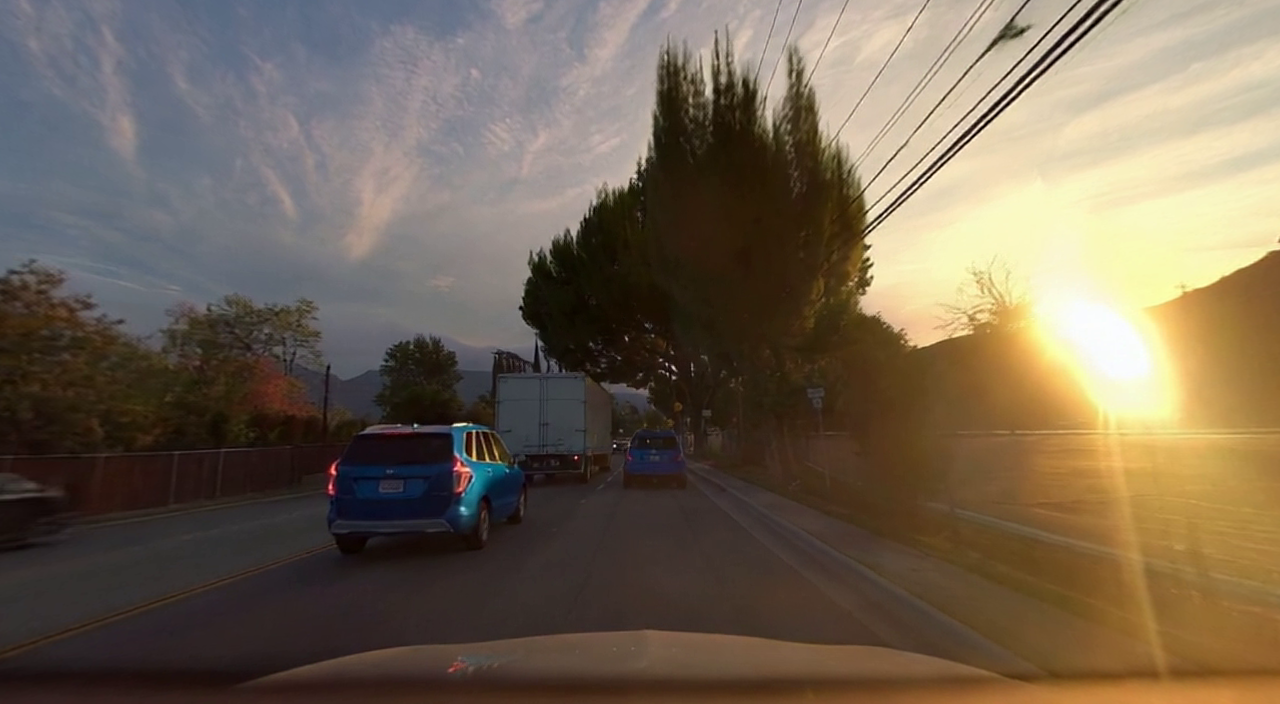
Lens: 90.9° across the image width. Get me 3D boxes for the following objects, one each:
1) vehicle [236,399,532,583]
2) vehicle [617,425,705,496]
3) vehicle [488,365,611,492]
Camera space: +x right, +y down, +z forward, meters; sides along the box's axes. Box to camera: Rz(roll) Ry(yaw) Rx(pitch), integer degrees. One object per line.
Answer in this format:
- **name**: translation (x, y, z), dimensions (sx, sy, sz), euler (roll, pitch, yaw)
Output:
- **vehicle**: translation (-2.976, 1.746, 8.686), dimensions (2.093, 1.832, 4.508), euler (0, -9, 1)
- **vehicle**: translation (0.527, 2.999, 17.717), dimensions (2.174, 1.749, 4.113), euler (0, -9, 0)
- **vehicle**: translation (-2.855, 3.007, 23.625), dimensions (2.928, 3.658, 10.953), euler (0, -9, 0)
